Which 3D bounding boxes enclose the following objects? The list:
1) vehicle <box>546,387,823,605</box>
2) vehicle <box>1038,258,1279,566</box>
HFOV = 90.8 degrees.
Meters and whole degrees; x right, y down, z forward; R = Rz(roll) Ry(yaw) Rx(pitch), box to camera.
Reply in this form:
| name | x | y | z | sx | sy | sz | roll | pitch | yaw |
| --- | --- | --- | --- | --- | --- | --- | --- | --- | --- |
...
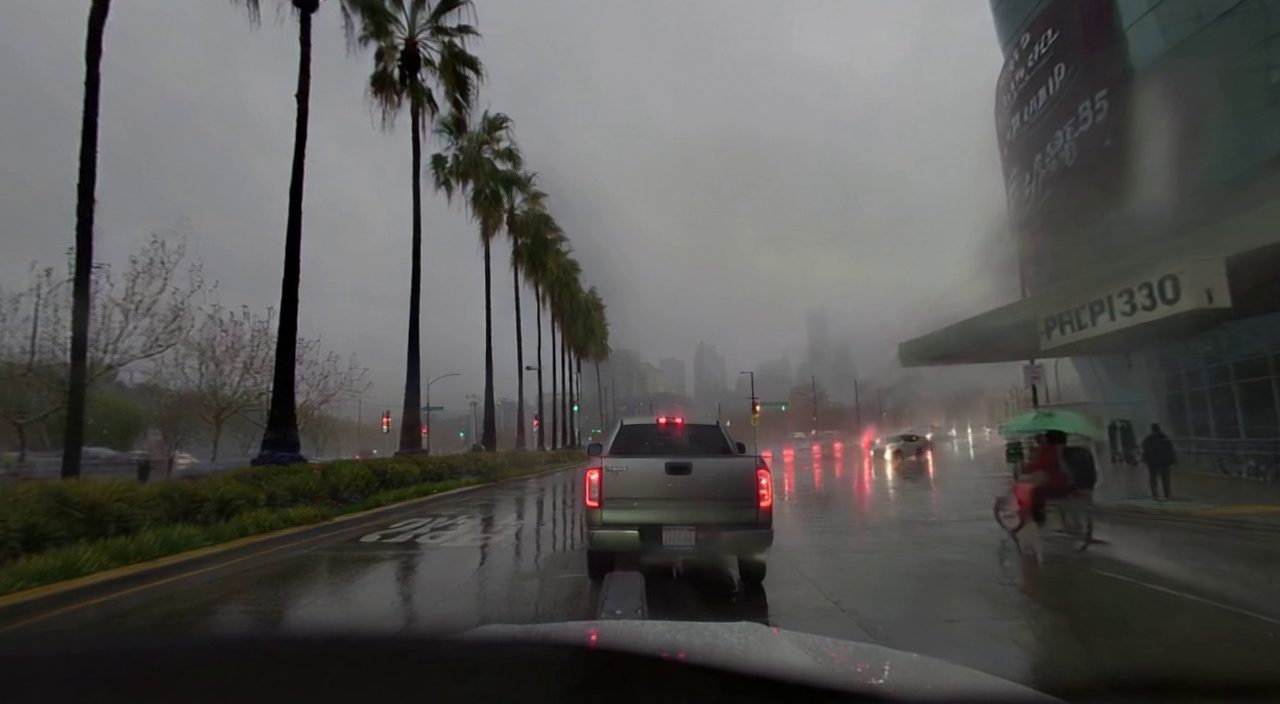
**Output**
| name | x | y | z | sx | sy | sz | roll | pitch | yaw |
| --- | --- | --- | --- | --- | --- | --- | --- | --- | --- |
| vehicle | 0.403 | 1.595 | 8.002 | 2.311 | 1.819 | 5.255 | 0 | -8 | 1 |
| vehicle | 7.904 | 0.854 | 8.593 | 2.666 | 3.345 | 3.622 | -1 | -8 | 7 |
